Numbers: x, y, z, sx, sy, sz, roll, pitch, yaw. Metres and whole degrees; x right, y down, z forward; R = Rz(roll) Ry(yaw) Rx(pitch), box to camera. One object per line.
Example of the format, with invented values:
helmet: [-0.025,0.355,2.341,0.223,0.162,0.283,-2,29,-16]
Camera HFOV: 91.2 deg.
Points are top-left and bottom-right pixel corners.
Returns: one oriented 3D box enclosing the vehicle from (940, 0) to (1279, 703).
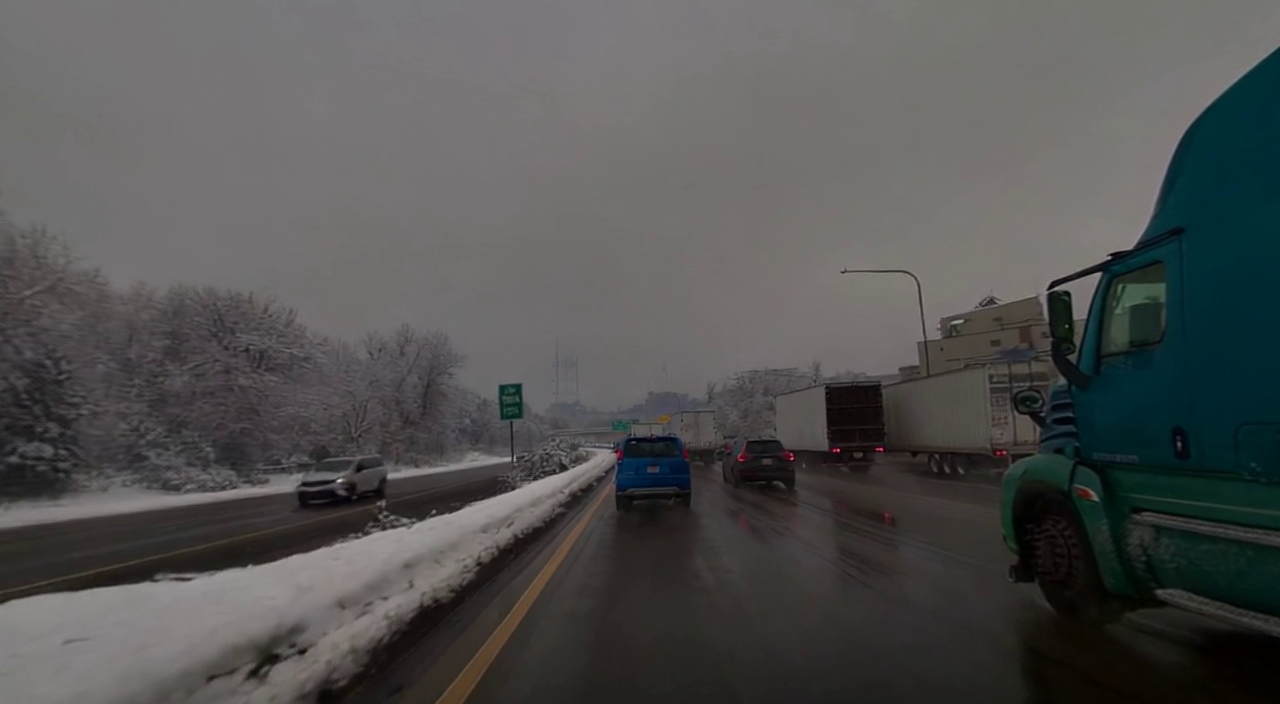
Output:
vehicle: [4.250,-0.088,2.566,2.987,3.877,5.881,0,-9,0]

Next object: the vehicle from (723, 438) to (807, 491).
vehicle: [3.924,3.598,20.340,1.859,1.512,3.711,0,-9,-2]

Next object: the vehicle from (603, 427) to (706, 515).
vehicle: [0.285,2.555,13.796,1.965,1.664,3.428,0,-9,0]

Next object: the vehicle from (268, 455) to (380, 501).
vehicle: [-11.931,4.756,24.063,1.921,1.504,4.633,0,-9,0]
